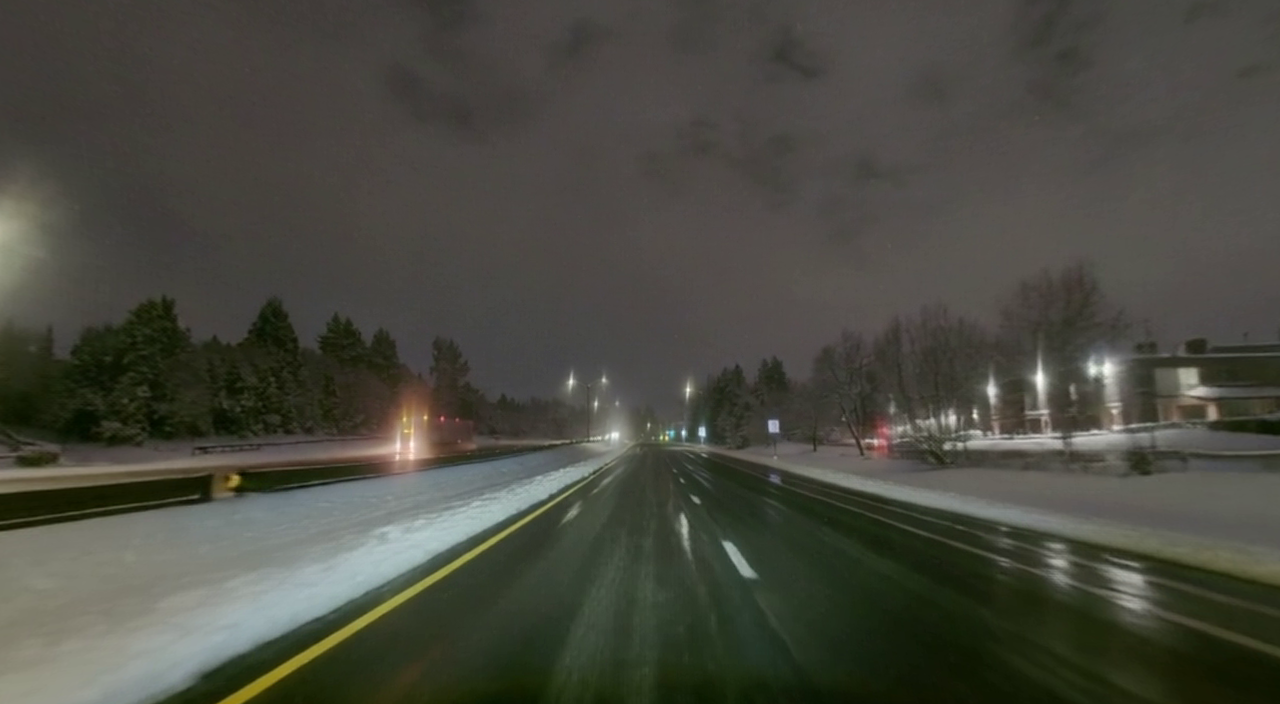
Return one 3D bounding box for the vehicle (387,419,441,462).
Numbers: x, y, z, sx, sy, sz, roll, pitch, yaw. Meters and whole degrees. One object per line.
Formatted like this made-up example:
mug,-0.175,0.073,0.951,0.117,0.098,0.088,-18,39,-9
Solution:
vehicle,-16.721,6.533,46.927,2.575,2.950,4.003,-1,-7,-1
